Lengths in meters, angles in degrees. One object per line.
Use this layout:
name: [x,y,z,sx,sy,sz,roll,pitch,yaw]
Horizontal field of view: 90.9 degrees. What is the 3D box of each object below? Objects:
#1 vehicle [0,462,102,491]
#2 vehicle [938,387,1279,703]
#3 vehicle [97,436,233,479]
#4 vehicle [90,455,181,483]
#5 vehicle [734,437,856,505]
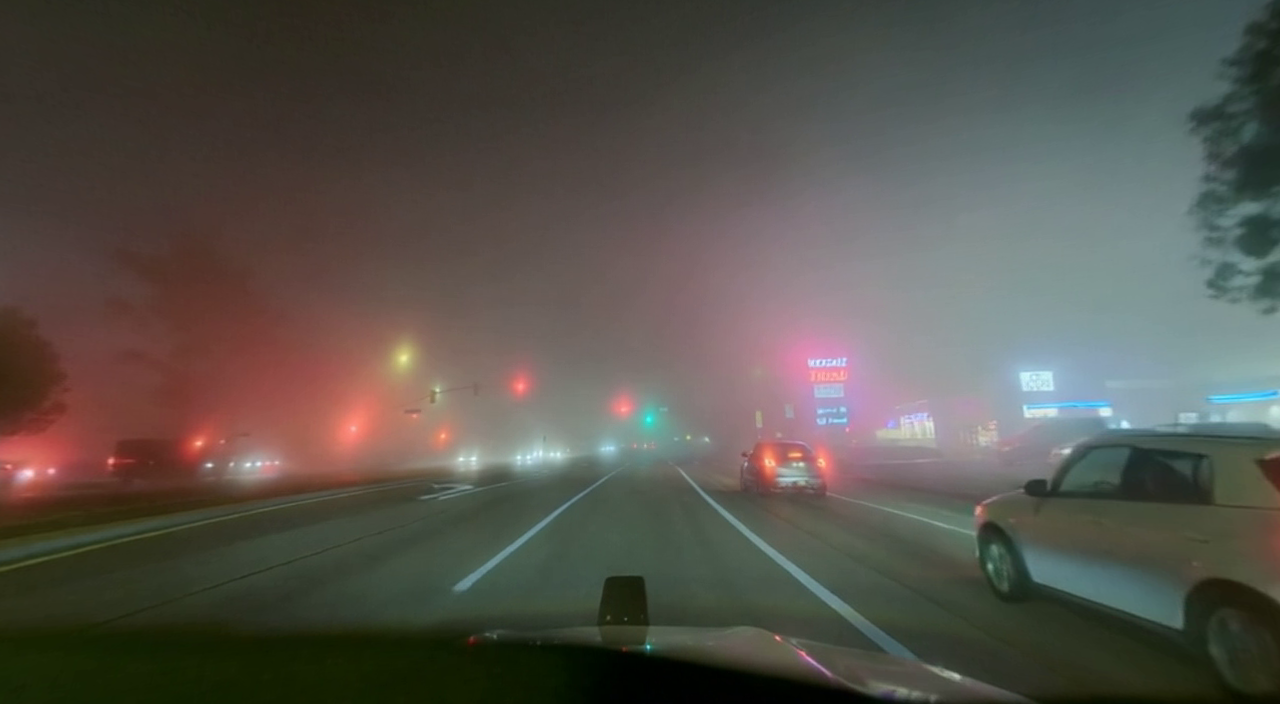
vehicle: [-31.413,6.611,33.645,1.703,1.328,4.065,0,-8,1]
vehicle: [3.660,1.055,3.568,1.931,1.534,4.126,0,-8,0]
vehicle: [-30.781,6.839,40.994,7.019,2.687,2.419,-1,-8,4]
vehicle: [-29.486,6.828,37.035,1.966,1.430,4.309,0,-9,-4]
vehicle: [3.732,2.947,16.143,1.870,1.467,4.800,0,-8,0]
